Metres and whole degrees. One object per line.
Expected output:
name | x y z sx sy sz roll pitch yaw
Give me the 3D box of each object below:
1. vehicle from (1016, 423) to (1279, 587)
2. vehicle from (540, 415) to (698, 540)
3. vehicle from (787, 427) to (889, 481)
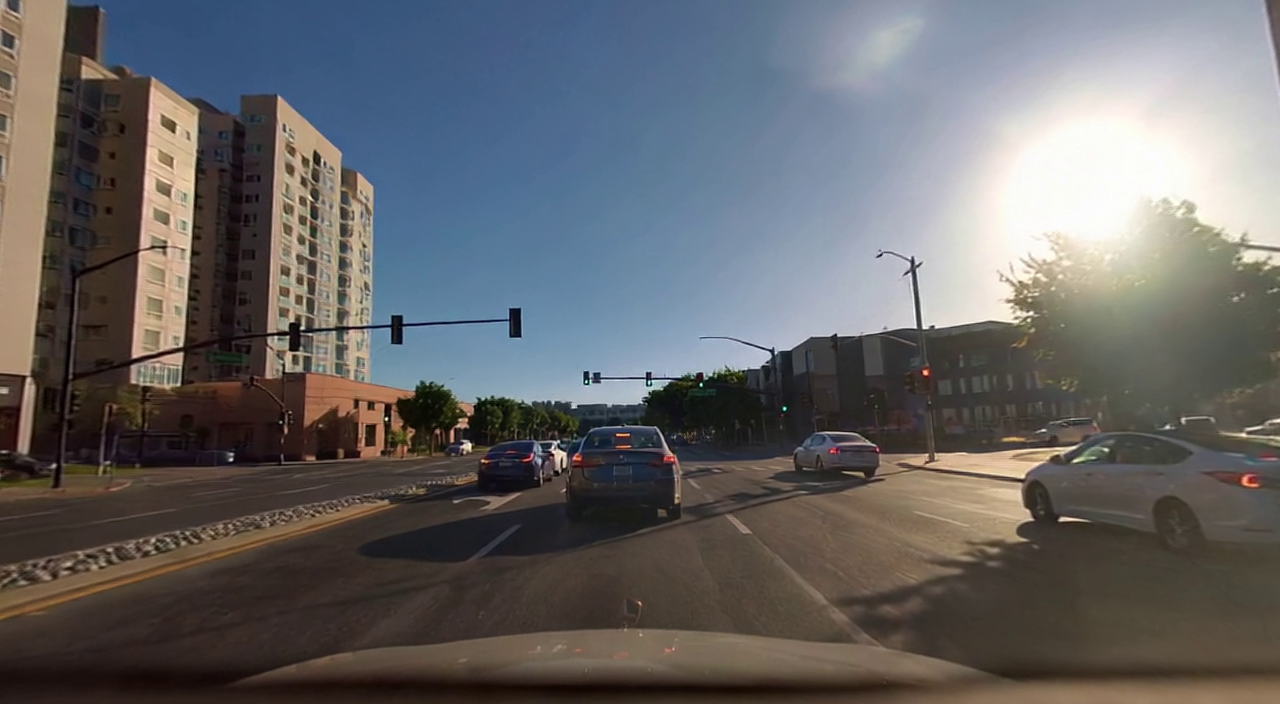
vehicle | 6.454 1.582 7.171 1.768 1.417 4.213 0 -9 0
vehicle | -0.293 1.904 10.137 2.032 1.593 3.896 0 -9 -1
vehicle | 6.469 3.404 21.208 1.963 1.611 4.359 0 -9 -1
